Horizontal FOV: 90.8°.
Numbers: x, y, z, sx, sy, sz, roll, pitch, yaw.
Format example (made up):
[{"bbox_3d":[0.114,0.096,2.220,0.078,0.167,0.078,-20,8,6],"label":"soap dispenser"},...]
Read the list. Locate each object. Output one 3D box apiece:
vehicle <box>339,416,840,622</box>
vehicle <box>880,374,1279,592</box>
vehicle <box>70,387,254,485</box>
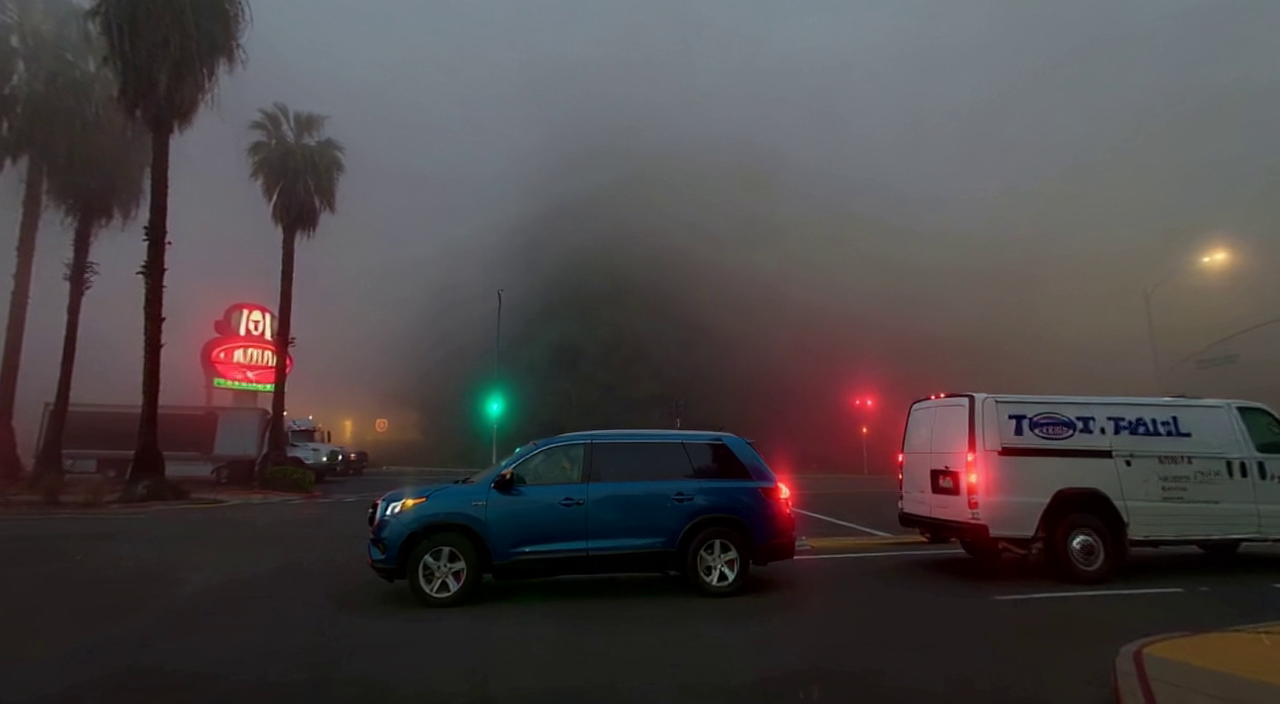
[{"bbox_3d":[-0.483,1.629,6.837,4.493,1.728,2.137,1,-9,-9],"label":"vehicle"},{"bbox_3d":[6.636,1.544,8.030,6.246,2.202,2.277,1,-9,-8],"label":"vehicle"},{"bbox_3d":[-21.665,3.965,29.431,3.034,3.929,7.699,1,-9,-6],"label":"vehicle"}]
